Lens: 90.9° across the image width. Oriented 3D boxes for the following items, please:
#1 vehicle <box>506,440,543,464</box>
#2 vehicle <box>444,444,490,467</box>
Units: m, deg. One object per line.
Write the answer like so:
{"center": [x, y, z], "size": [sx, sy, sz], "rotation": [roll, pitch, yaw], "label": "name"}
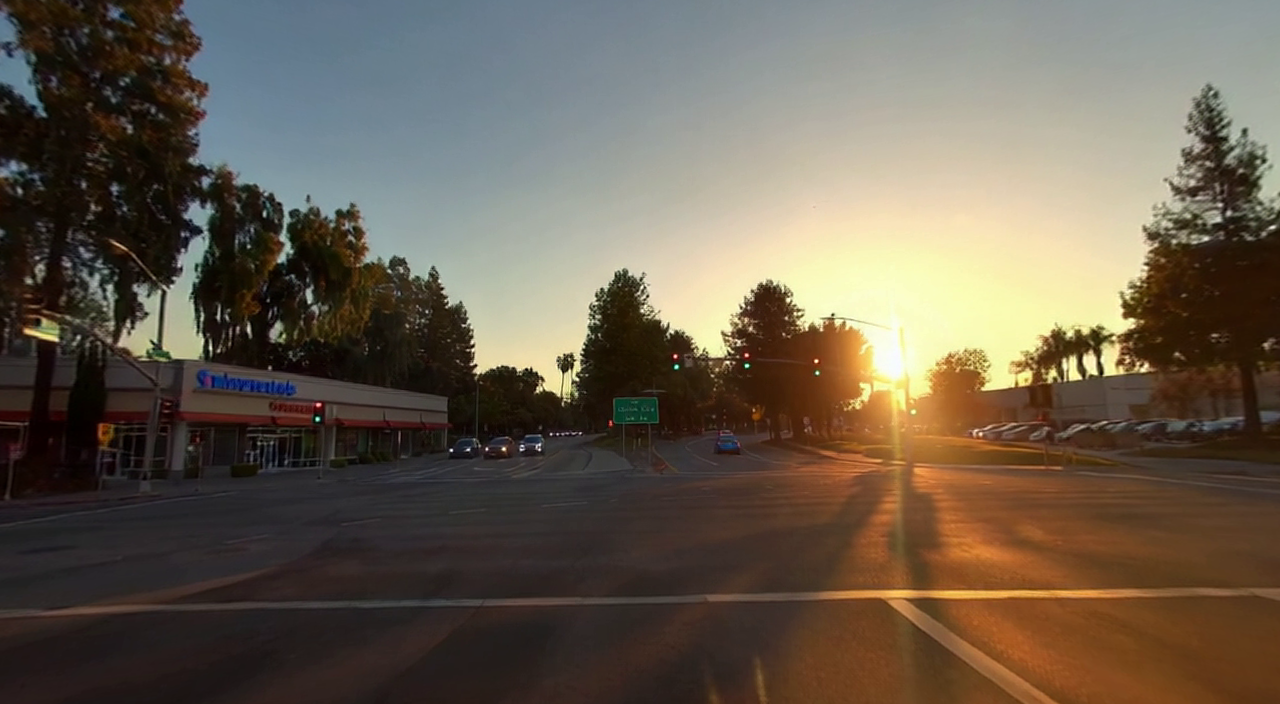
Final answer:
{"center": [-7.984, 6.985, 44.042], "size": [1.920, 1.546, 4.086], "rotation": [0, -9, -2], "label": "vehicle"}
{"center": [-11.688, 7.030, 42.913], "size": [2.111, 1.499, 4.371], "rotation": [0, -9, -3], "label": "vehicle"}
